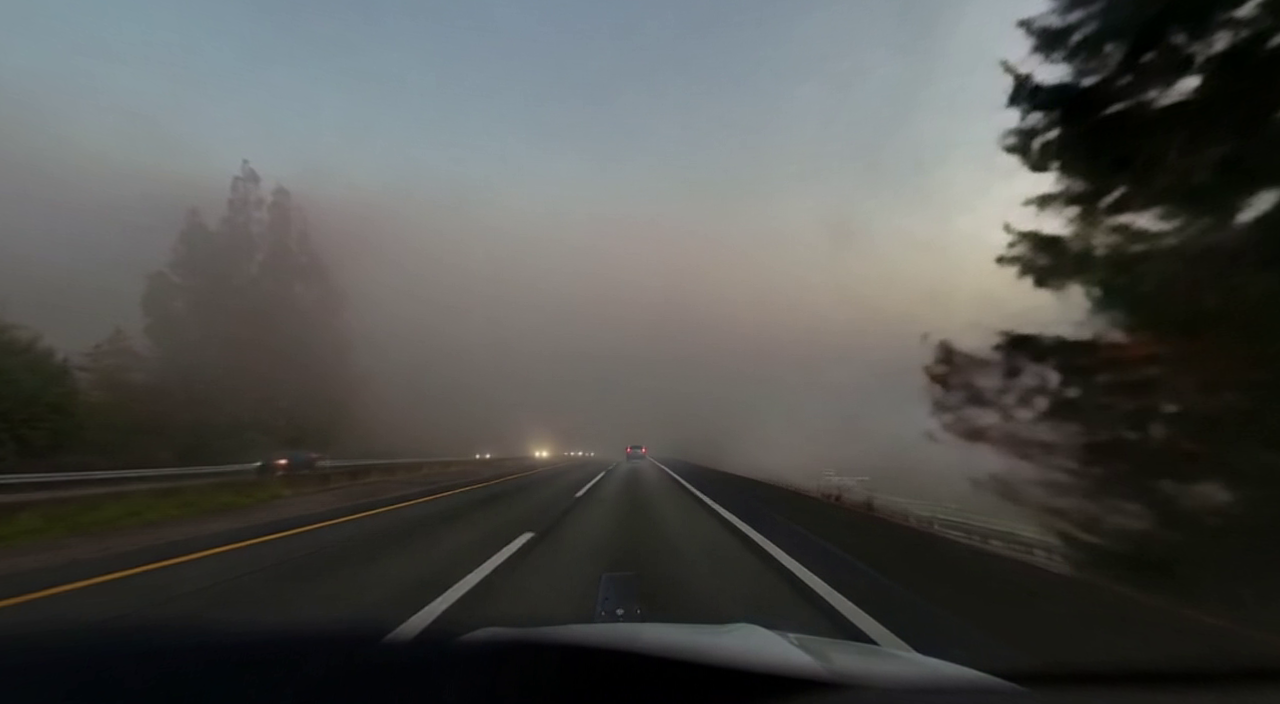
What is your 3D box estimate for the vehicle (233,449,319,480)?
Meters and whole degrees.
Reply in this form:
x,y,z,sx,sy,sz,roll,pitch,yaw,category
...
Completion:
x,y,z,sx,sy,sz,roll,pitch,yaw,category
-25.631,7.911,44.848,2.375,1.973,6.248,0,-9,0,vehicle
